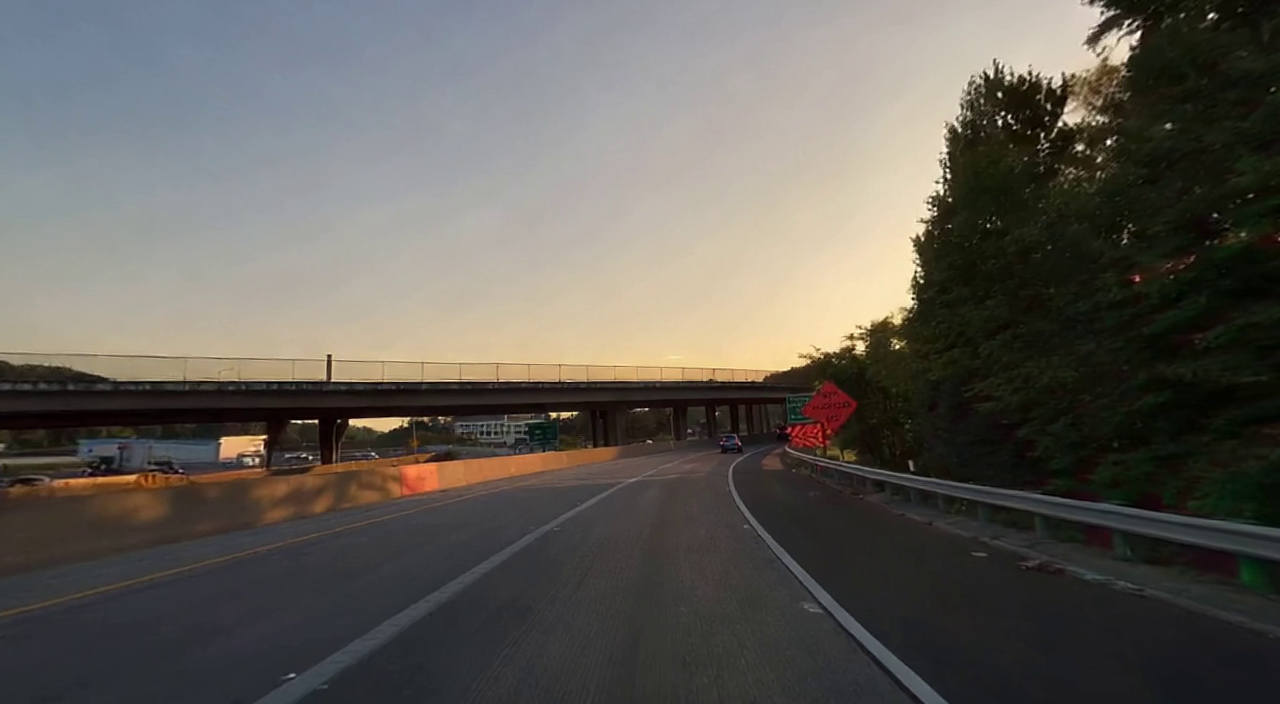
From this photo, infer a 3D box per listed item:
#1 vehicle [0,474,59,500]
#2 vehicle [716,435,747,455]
[{"bbox_3d":[-48.209,10.512,49.227,1.913,1.691,4.696,2,-9,-13],"label":"vehicle"},{"bbox_3d":[7.262,7.343,49.815,1.985,1.511,4.012,-2,-9,14],"label":"vehicle"}]
